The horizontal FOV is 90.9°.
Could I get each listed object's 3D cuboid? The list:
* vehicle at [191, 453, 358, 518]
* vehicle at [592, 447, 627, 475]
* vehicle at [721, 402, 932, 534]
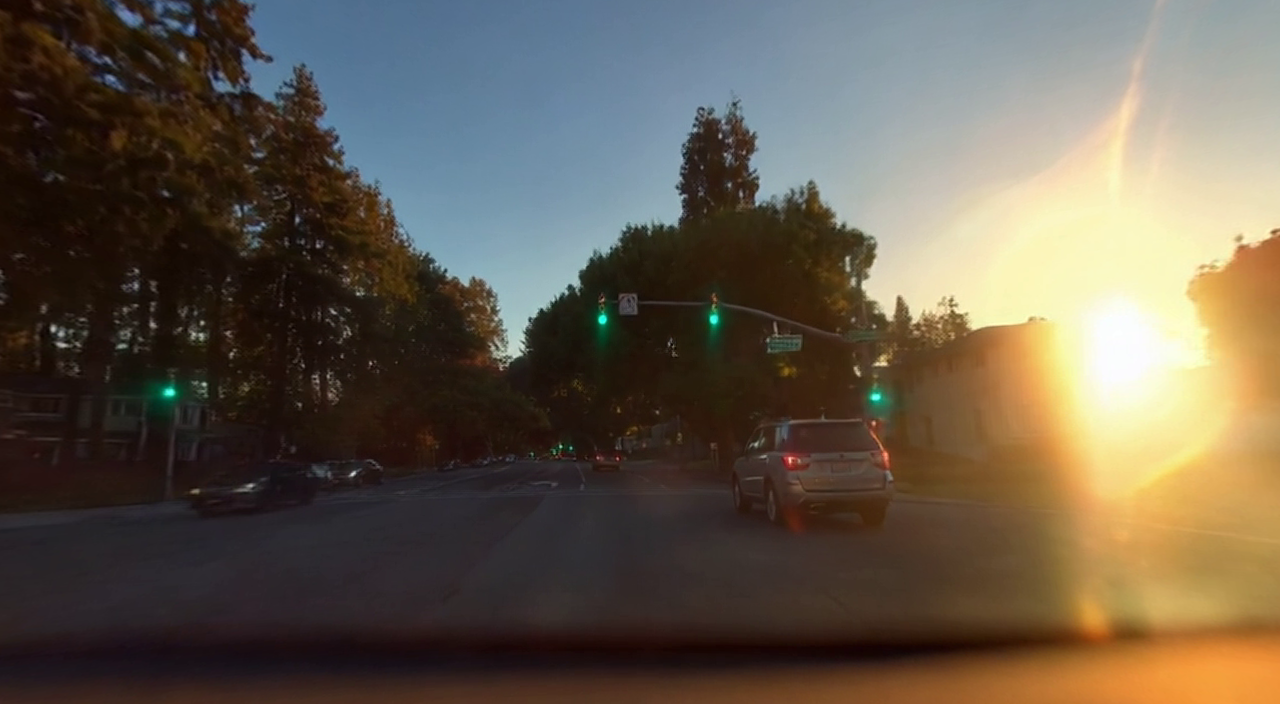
[{"bbox_3d":[-10.031,3.658,17.846,2.035,1.475,4.639,0,-8,-1],"label":"vehicle"},{"bbox_3d":[-2.106,7.212,42.116,2.138,1.729,4.178,0,-8,-5],"label":"vehicle"},{"bbox_3d":[3.315,2.231,12.827,2.338,2.063,5.592,0,-8,-3],"label":"vehicle"}]
